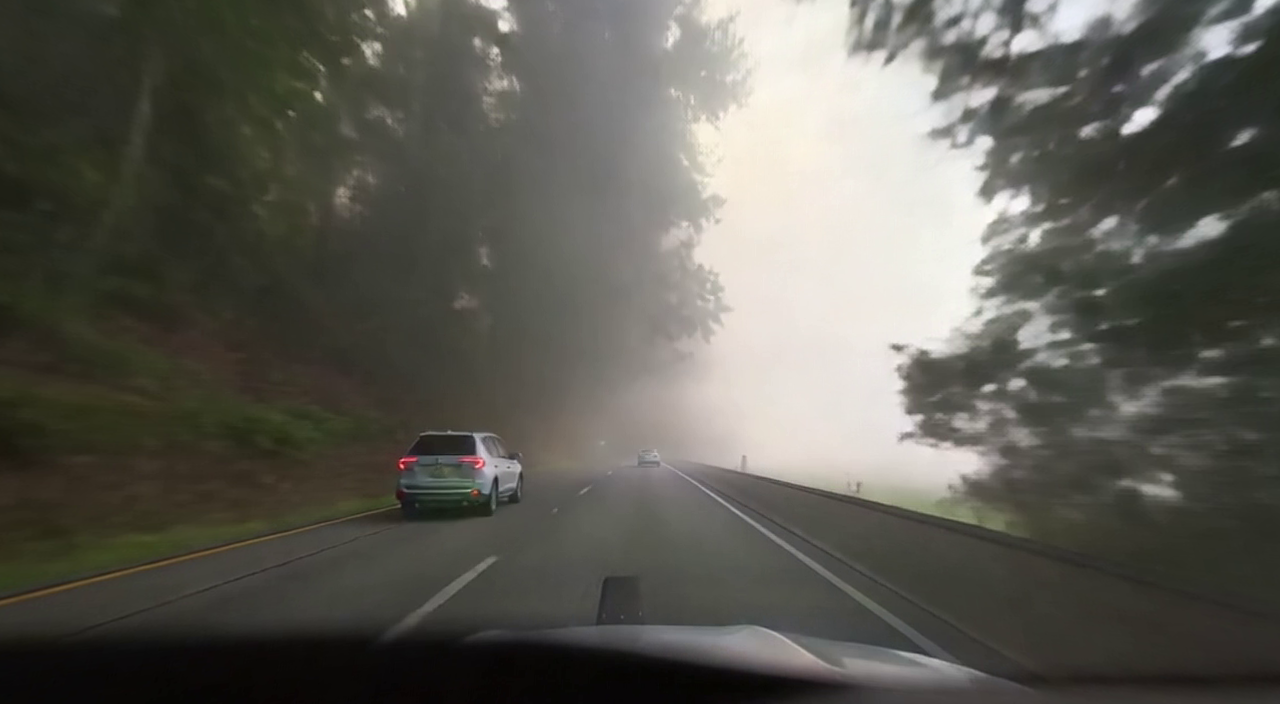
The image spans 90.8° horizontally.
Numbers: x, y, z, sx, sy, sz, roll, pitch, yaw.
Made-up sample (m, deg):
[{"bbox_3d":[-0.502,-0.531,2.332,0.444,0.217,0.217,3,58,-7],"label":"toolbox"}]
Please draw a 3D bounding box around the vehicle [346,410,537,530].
[{"bbox_3d":[-3.829,2.408,13.413,2.418,2.049,4.930,0,-9,0],"label":"vehicle"}]

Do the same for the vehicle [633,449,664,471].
[{"bbox_3d":[0.527,7.364,43.204,2.046,1.452,4.407,0,-9,-1],"label":"vehicle"}]
